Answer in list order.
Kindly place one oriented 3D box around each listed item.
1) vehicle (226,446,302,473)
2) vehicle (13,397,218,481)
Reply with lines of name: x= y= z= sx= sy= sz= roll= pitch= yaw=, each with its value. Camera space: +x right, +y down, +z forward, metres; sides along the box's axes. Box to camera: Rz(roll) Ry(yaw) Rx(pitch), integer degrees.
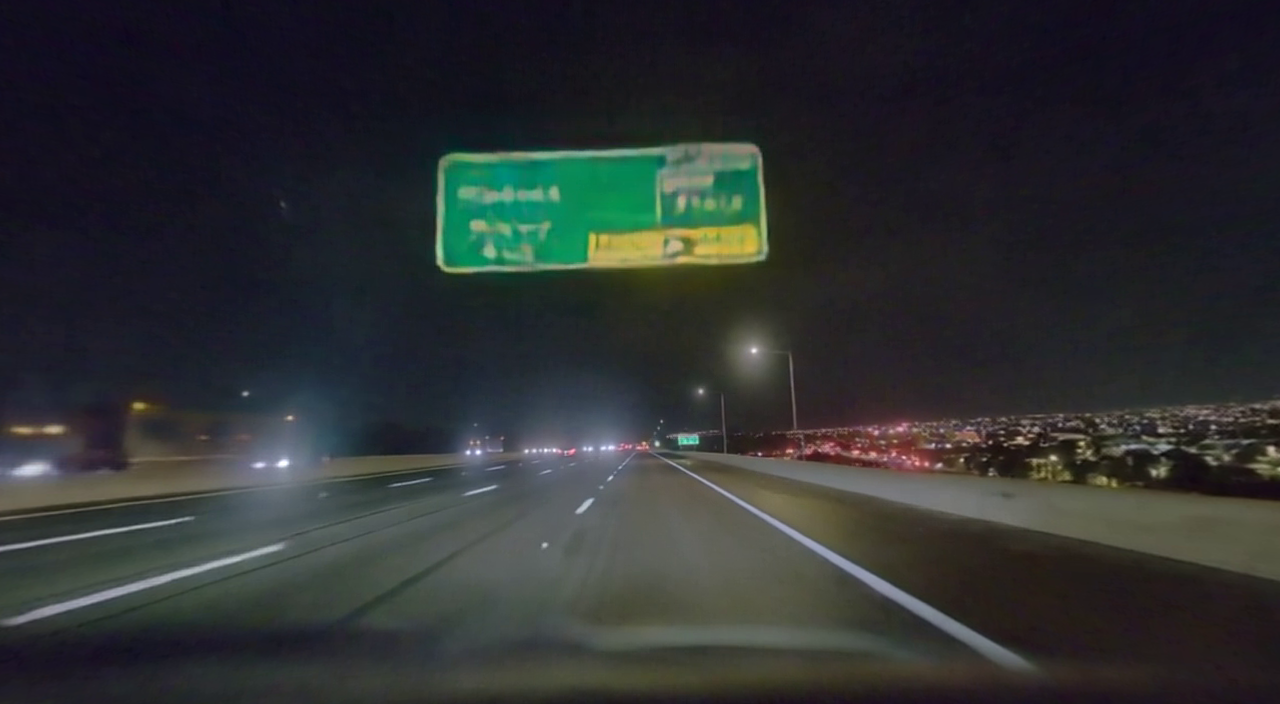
vehicle: x=-23.601 y=6.746 z=39.744 sx=1.990 sy=1.559 sz=4.445 roll=0 pitch=-9 yaw=1
vehicle: x=-27.888 y=4.805 z=34.442 sx=3.137 sy=3.947 sz=9.233 roll=0 pitch=-9 yaw=0
